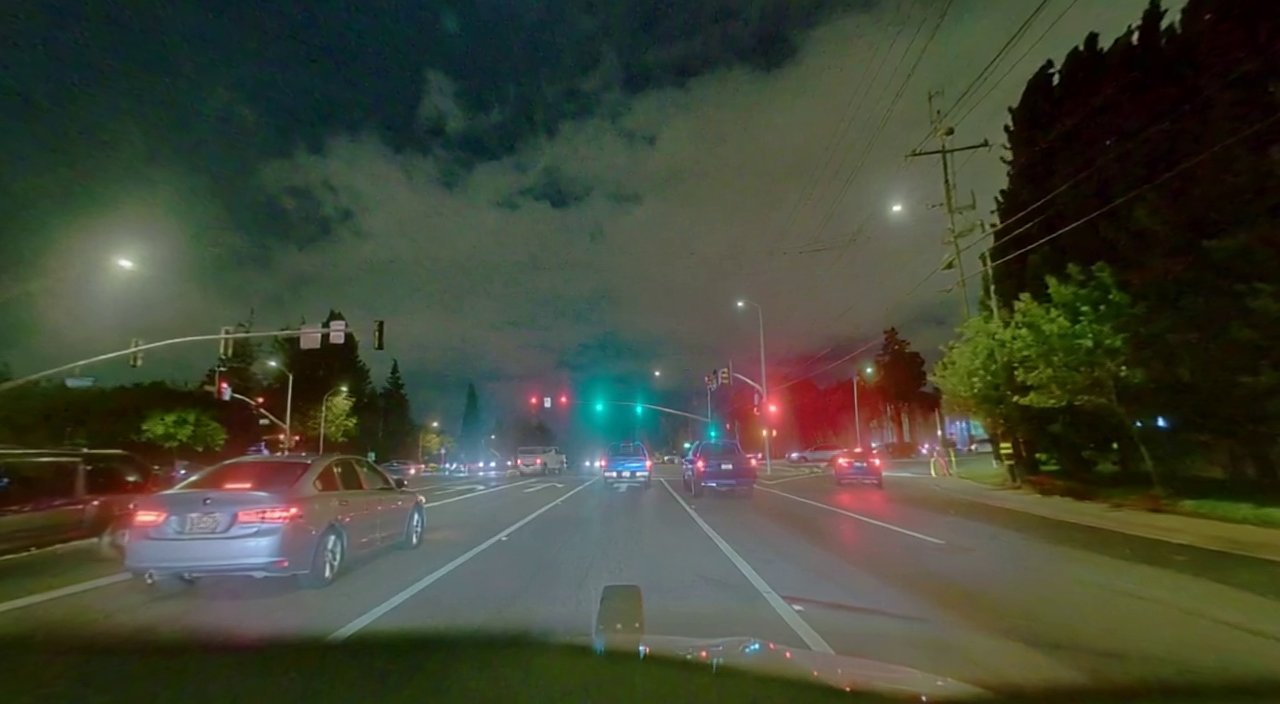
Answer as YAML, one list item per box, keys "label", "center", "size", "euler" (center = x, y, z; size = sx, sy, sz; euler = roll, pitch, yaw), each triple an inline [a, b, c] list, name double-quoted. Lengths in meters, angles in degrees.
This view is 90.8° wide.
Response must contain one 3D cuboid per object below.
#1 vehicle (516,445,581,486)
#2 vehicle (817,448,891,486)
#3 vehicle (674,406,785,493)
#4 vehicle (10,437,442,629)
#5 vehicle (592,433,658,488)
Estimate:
- label: "vehicle"
  center: [-4.175, 5.258, 29.627]
  size: [2.273, 1.749, 4.385]
  euler: [0, -9, 1]
- label: "vehicle"
  center: [9.052, 4.884, 27.096]
  size: [2.212, 1.466, 4.126]
  euler: [-1, -9, 8]
- label: "vehicle"
  center: [2.931, 3.502, 22.816]
  size: [2.905, 2.636, 6.895]
  euler: [0, -9, -1]
- label: "vehicle"
  center: [-3.979, 1.769, 7.295]
  size: [1.939, 1.494, 4.499]
  euler: [0, -9, 0]
- label: "vehicle"
  center: [-0.560, 4.752, 28.042]
  size: [2.643, 2.145, 5.585]
  euler: [0, -8, 1]
